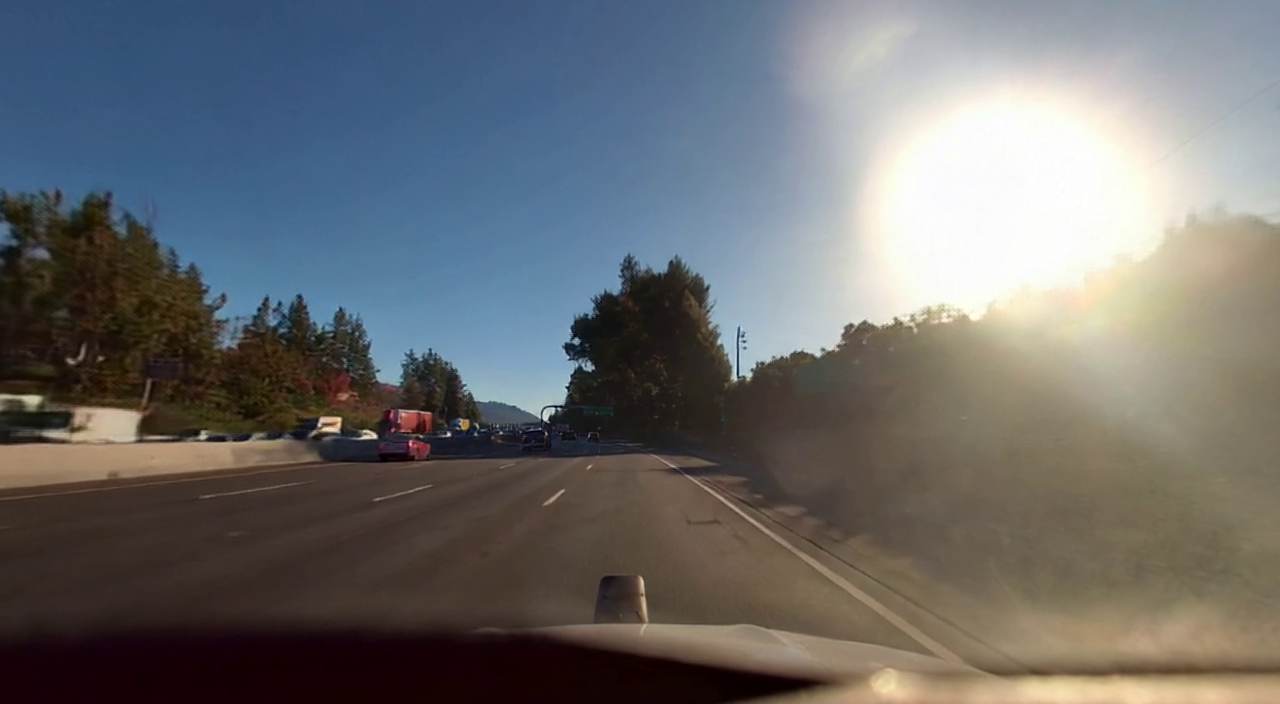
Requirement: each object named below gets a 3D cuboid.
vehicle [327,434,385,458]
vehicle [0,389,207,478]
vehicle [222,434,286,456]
[{"bbox_3d":[-19.628,6.509,43.805,1.995,1.584,4.624,0,-8,-1],"label":"vehicle"},{"bbox_3d":[-18.155,2.760,21.263,2.415,2.528,6.726,0,-8,-1],"label":"vehicle"},{"bbox_3d":[-26.644,6.408,43.731,1.799,1.417,4.395,0,-8,-3],"label":"vehicle"}]
